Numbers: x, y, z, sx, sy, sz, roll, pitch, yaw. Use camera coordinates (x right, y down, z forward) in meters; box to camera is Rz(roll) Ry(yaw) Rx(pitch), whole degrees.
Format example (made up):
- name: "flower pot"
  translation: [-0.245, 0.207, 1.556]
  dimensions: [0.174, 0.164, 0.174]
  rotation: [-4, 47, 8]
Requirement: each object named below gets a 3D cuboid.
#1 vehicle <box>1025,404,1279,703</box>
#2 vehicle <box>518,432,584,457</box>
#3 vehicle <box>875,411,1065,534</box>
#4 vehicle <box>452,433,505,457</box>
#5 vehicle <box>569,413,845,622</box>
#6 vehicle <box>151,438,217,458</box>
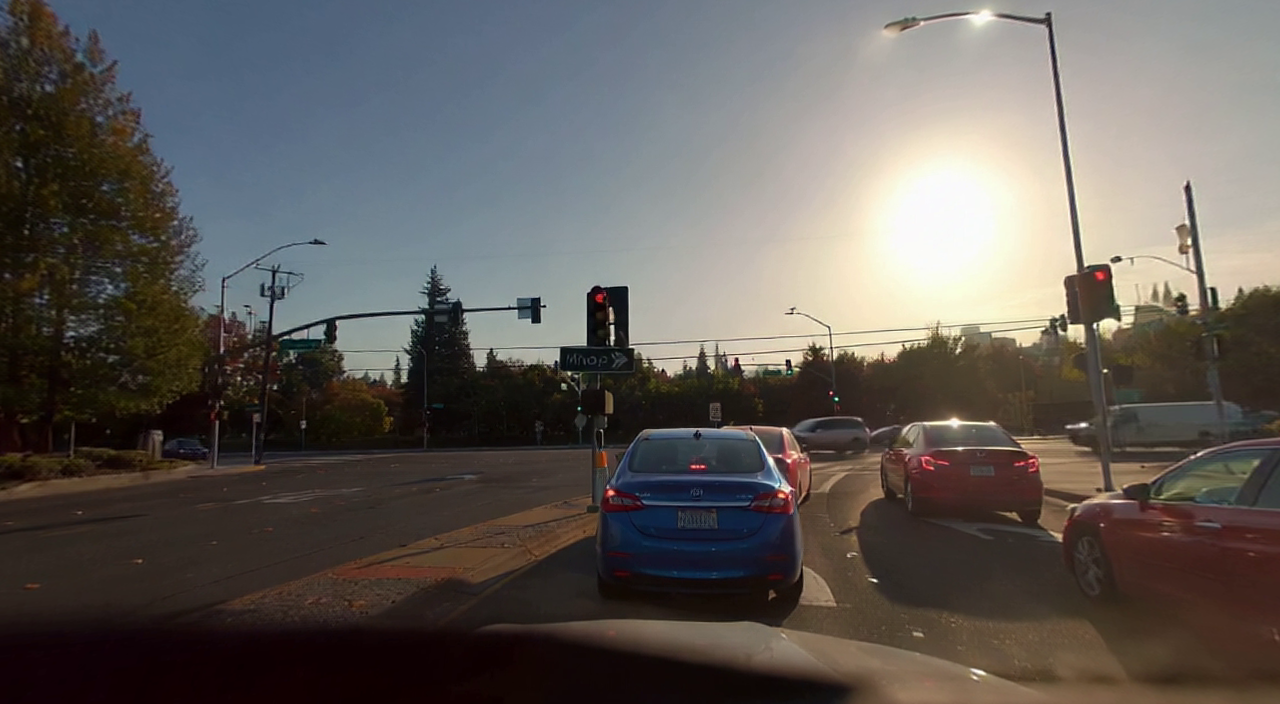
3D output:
- name: "vehicle"
  translation: [4.256, 1.055, 3.363]
  dimensions: [1.954, 1.508, 4.441]
  rotation: [-1, -8, 6]
- name: "vehicle"
  translation: [-5.943, 6.109, 41.553]
  dimensions: [1.932, 1.573, 4.509]
  rotation: [8, -12, -44]
- name: "vehicle"
  translation: [5.553, 2.044, 11.281]
  dimensions: [2.102, 1.717, 4.373]
  rotation: [-2, -9, 16]
- name: "vehicle"
  translation: [-12.436, 7.117, 48.202]
  dimensions: [1.972, 1.705, 4.457]
  rotation: [8, -11, -43]
- name: "vehicle"
  translation: [0.859, 1.497, 6.690]
  dimensions: [2.052, 1.483, 3.928]
  rotation: [-2, -8, 12]
- name: "vehicle"
  translation: [-35.337, 7.442, 48.660]
  dimensions: [1.652, 1.433, 3.733]
  rotation: [-7, -11, 40]
